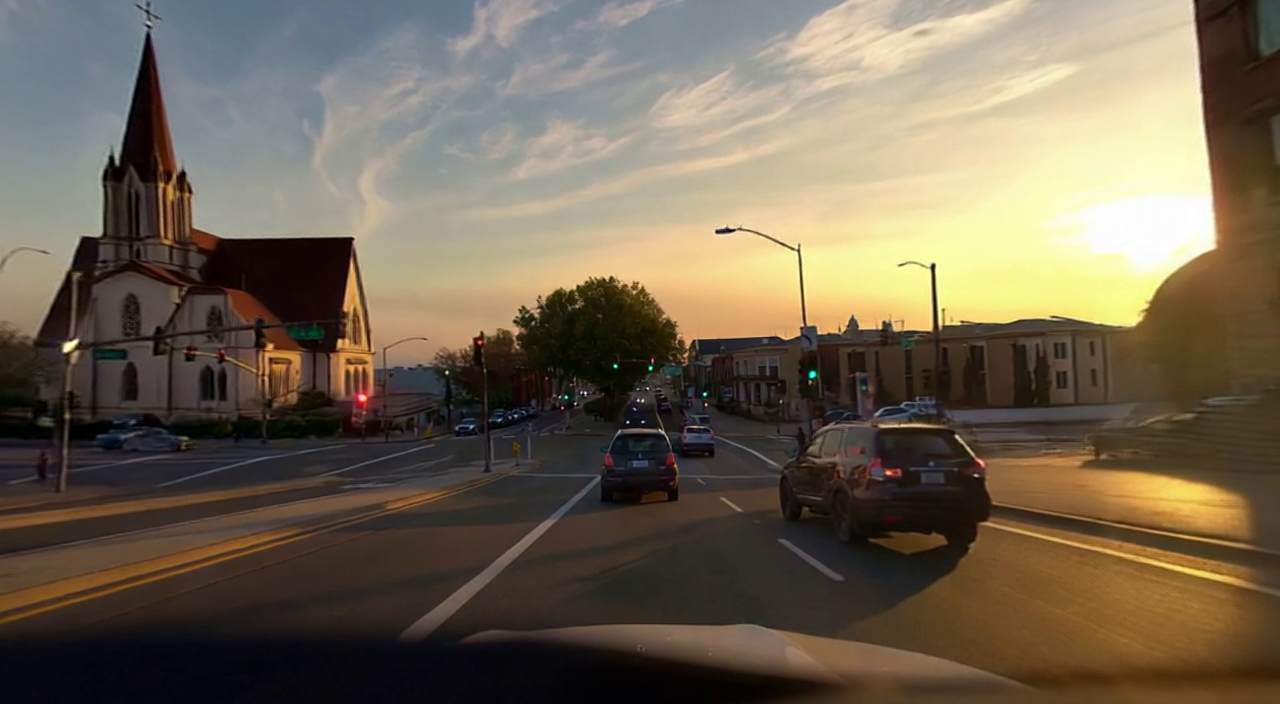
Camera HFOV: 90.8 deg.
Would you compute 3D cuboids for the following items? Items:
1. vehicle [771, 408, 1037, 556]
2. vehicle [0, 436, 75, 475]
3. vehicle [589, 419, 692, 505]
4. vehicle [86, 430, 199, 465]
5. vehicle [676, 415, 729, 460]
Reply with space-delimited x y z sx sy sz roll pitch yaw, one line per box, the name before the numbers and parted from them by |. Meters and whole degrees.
vehicle | 3.640 1.894 9.912 2.080 1.735 4.650 0 -9 -1
vehicle | -34.407 5.671 34.832 4.551 1.784 2.121 0 0 -2
vehicle | 0.083 2.622 15.381 2.168 1.776 4.135 0 -8 2
vehicle | -30.070 5.747 38.286 4.955 1.828 2.268 0 -3 -2
vehicle | 3.357 4.664 34.995 2.228 1.922 5.335 3 -3 -1
